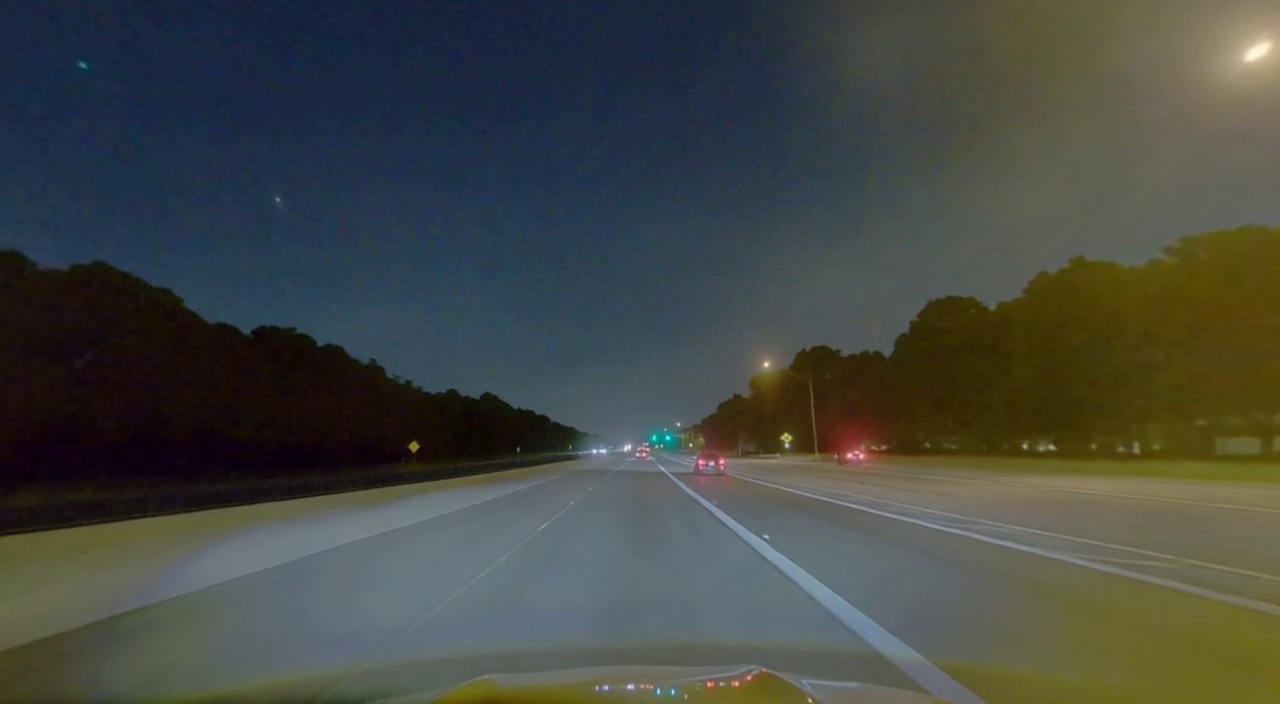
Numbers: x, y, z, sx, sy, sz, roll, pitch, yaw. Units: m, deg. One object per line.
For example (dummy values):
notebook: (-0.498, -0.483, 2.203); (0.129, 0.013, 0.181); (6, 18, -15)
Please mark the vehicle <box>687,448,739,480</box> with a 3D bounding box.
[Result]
vehicle: (3.627, 5.663, 32.114); (2.115, 1.522, 4.330); (0, -9, -1)
